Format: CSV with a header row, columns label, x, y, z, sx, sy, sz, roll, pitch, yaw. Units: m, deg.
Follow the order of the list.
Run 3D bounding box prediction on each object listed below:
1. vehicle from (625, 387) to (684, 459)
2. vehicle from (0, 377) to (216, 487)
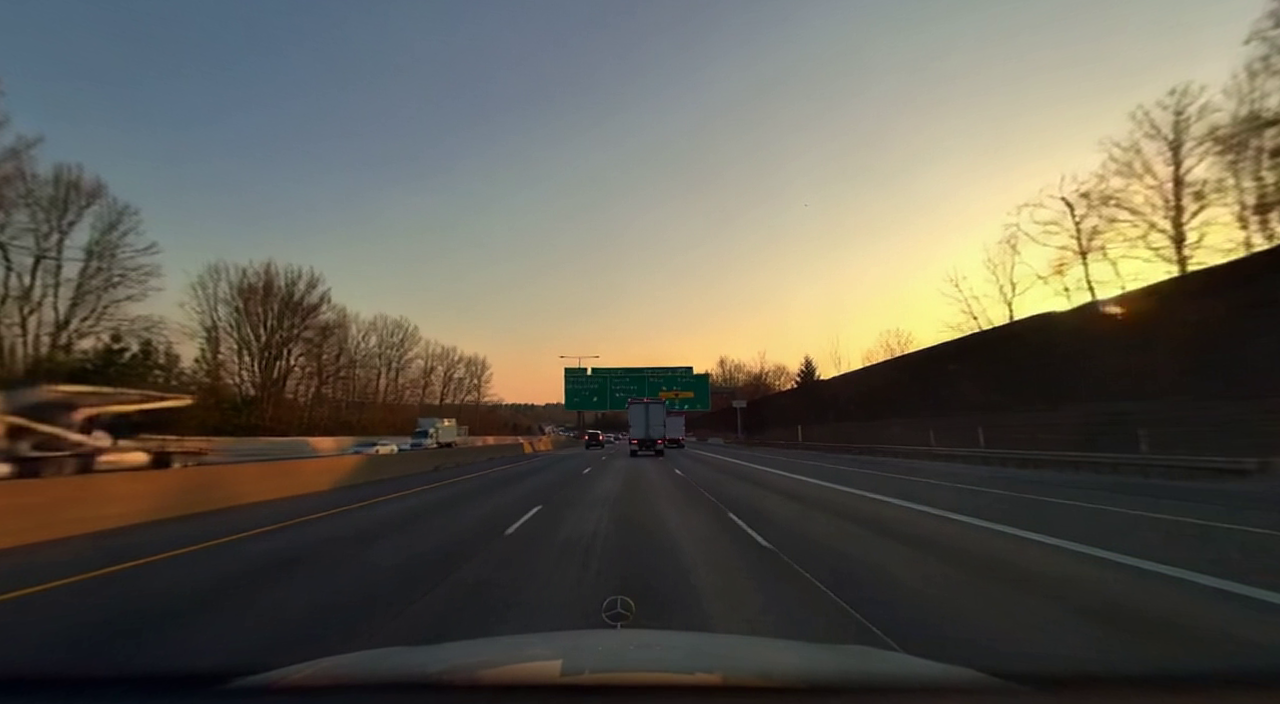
label,x,y,z,sx,sy,sz,roll,pitch,yaw
vehicle,0.604,5.083,43.301,2.965,3.972,16.689,0,-8,-2
vehicle,-25.848,3.739,29.011,2.952,4.139,14.015,0,-8,-1
